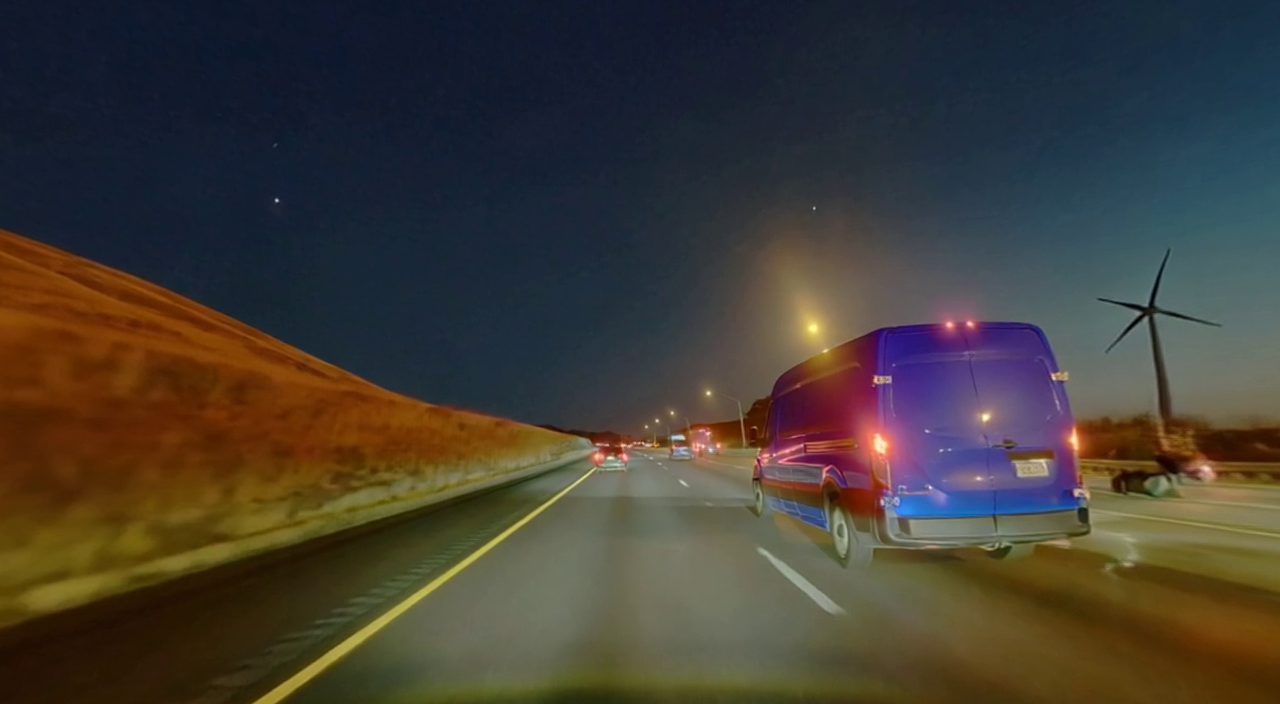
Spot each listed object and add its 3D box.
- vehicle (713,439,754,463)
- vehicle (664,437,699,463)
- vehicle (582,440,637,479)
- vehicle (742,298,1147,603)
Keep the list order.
[{"bbox_3d":[6.358,6.823,43.554,1.958,1.514,4.930,0,-8,-1],"label":"vehicle"},{"bbox_3d":[2.922,7.037,45.499,2.108,1.717,3.996,0,-8,-2],"label":"vehicle"},{"bbox_3d":[-1.168,4.323,25.690,2.082,1.445,3.826,0,-8,-1],"label":"vehicle"},{"bbox_3d":[3.062,1.238,8.364,2.365,2.630,5.754,0,-8,-1],"label":"vehicle"}]
